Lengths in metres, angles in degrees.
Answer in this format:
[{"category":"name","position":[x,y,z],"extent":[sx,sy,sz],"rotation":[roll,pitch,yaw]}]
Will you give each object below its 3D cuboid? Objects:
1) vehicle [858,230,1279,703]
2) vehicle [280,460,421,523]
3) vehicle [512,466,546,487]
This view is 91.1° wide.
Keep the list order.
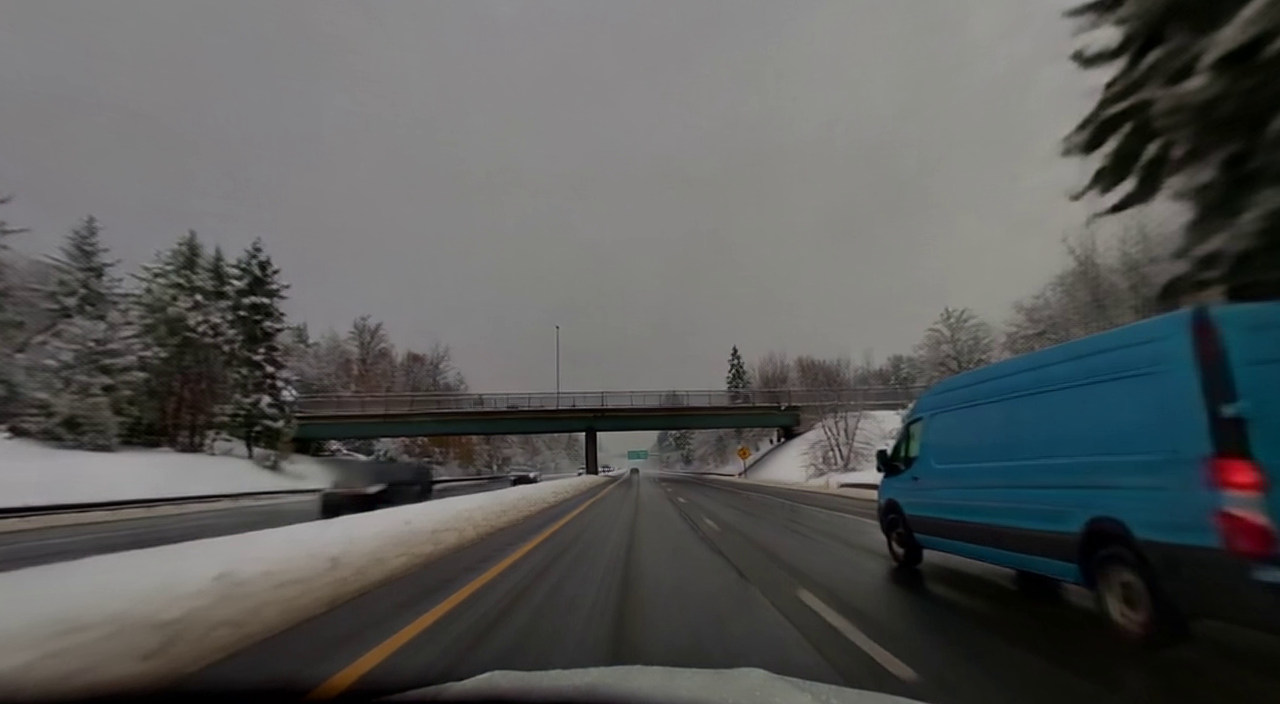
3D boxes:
[{"category":"vehicle","position":[4.564,1.183,6.135],"extent":[2.372,2.581,6.763],"rotation":[1,-10,0]},{"category":"vehicle","position":[-7.969,3.871,17.826],"extent":[1.947,1.513,4.250],"rotation":[1,-10,0]},{"category":"vehicle","position":[-8.606,9.706,49.064],"extent":[1.872,1.514,4.101],"rotation":[1,-10,0]}]
